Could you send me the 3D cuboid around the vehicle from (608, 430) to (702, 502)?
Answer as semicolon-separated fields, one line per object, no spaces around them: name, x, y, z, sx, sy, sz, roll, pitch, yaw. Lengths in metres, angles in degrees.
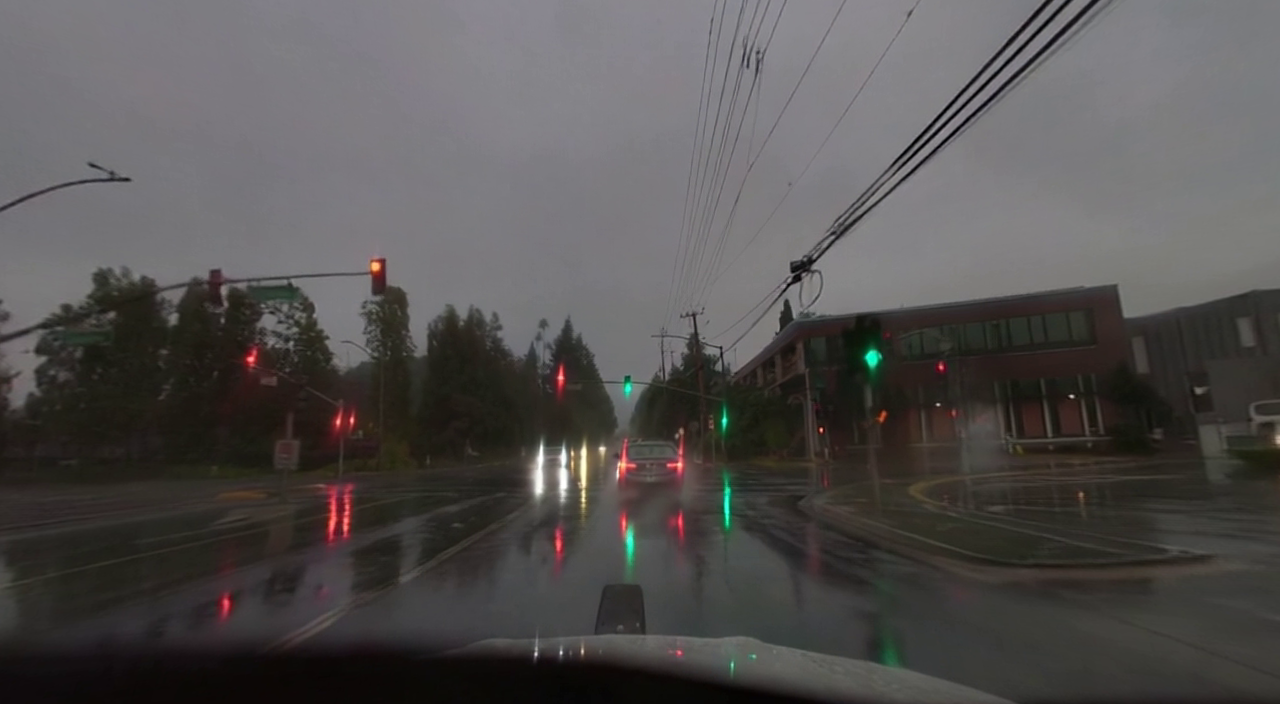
vehicle;0.337;2.915;16.614;2.156;1.636;3.923;0;-8;0

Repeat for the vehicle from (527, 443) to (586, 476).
vehicle;-3.939;5.119;30.412;2.153;1.474;4.284;0;-8;1
